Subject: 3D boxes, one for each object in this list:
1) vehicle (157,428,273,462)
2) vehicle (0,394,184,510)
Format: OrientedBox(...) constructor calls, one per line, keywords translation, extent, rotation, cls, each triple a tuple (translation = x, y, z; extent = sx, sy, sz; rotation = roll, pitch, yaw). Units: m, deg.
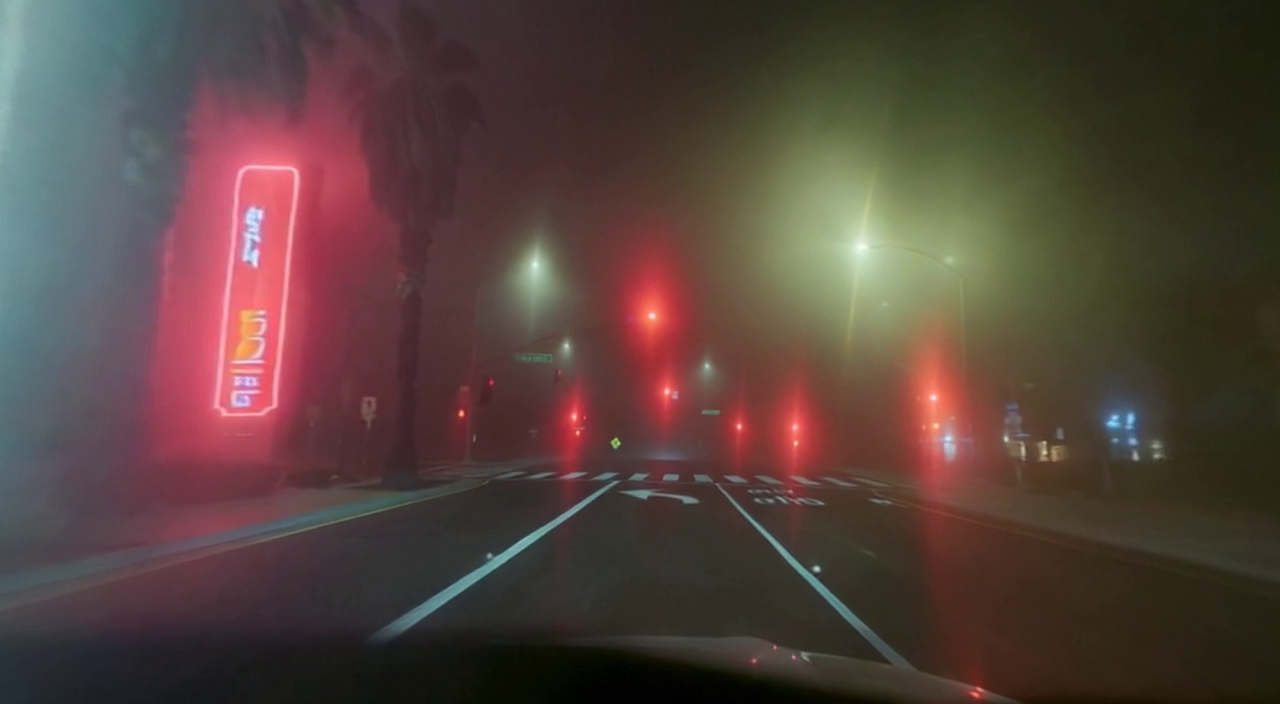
OrientedBox(translation=(-21.233, 4.680, 31.695), extent=(4.350, 1.624, 2.023), rotation=(0, -8, 0), cls="vehicle")
OrientedBox(translation=(-11.091, 1.803, 11.383), extent=(2.109, 1.816, 4.670), rotation=(-1, -8, 2), cls="vehicle")
